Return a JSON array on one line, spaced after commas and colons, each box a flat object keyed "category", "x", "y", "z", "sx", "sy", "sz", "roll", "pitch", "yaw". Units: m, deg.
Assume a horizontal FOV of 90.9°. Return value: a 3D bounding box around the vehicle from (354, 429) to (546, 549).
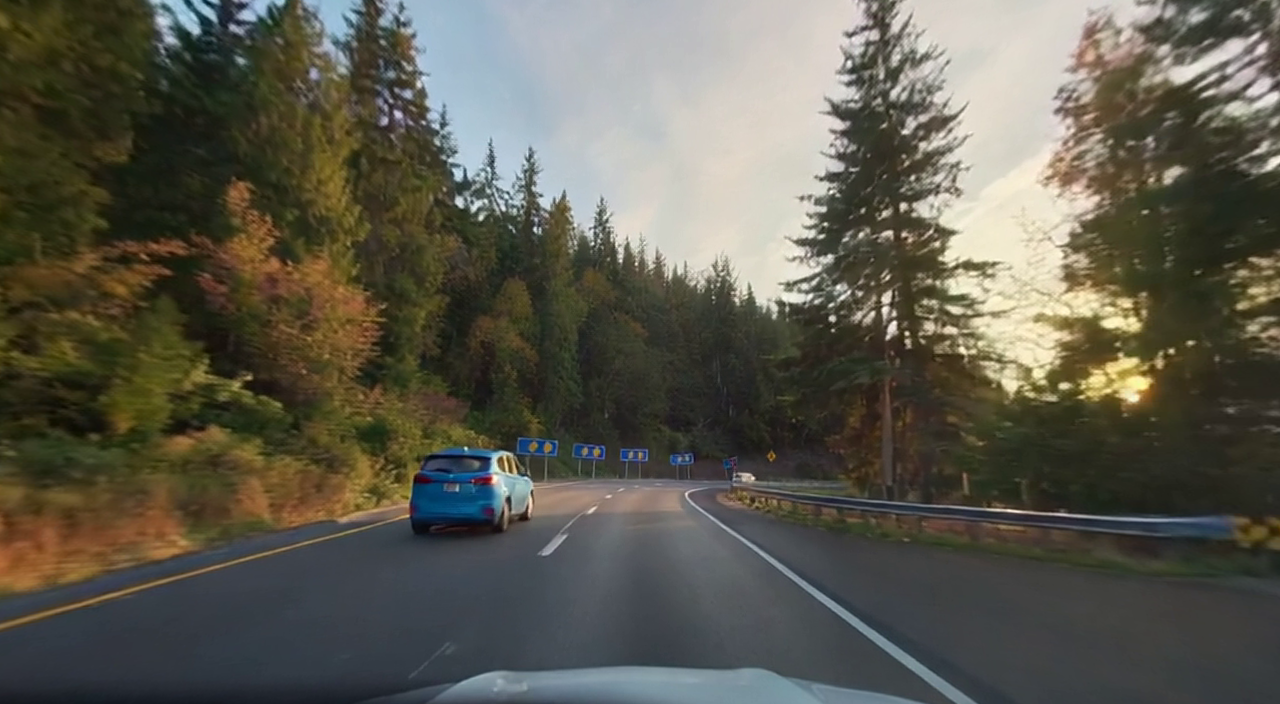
[{"category": "vehicle", "x": -3.110, "y": 2.401, "z": 11.476, "sx": 1.997, "sy": 1.692, "sz": 4.422, "roll": 1, "pitch": -10, "yaw": 1}]
